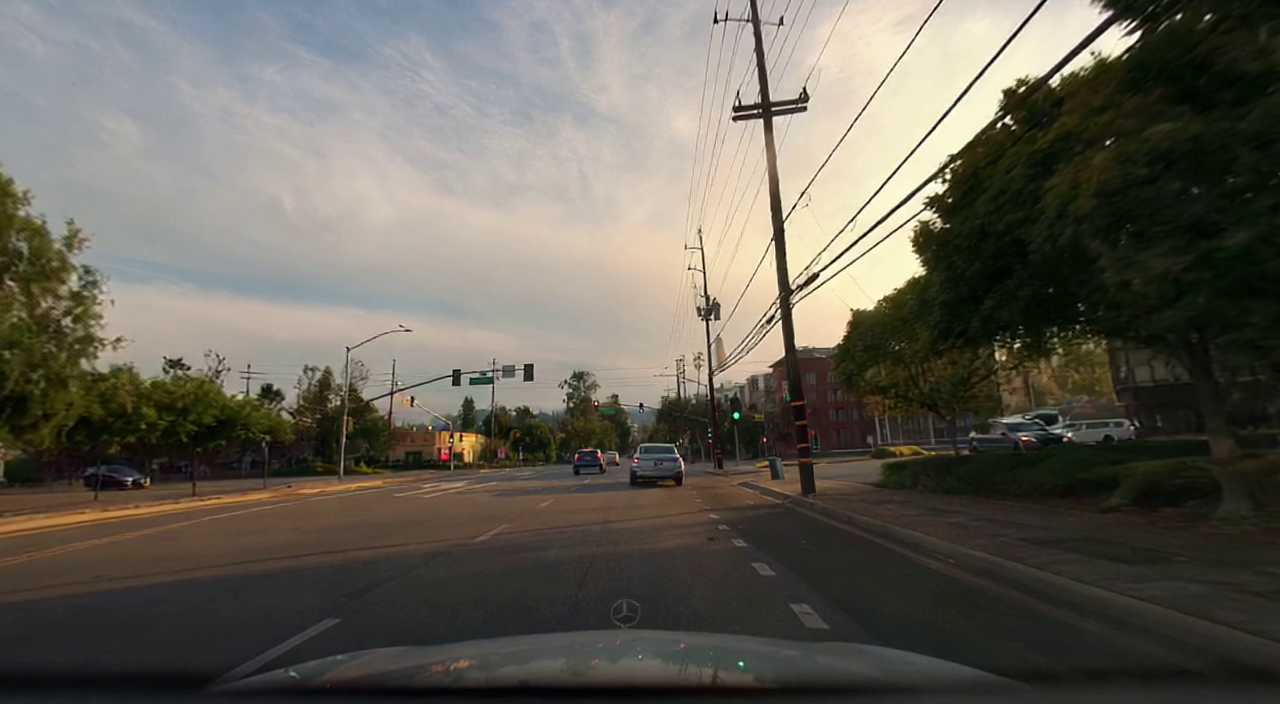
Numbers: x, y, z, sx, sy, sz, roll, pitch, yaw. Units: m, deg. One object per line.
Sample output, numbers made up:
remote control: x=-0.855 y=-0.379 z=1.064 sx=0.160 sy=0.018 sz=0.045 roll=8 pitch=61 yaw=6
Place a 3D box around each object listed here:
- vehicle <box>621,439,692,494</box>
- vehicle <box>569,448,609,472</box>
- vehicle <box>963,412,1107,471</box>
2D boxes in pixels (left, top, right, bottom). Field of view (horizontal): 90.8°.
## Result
vehicle: x=0.552 y=3.746 z=21.017 sx=2.156 sy=1.636 sz=3.923 roll=0 pitch=-9 yaw=2
vehicle: x=-3.295 y=7.082 z=41.778 sx=2.153 sy=1.474 sz=4.284 roll=0 pitch=-9 yaw=2
vehicle: x=14.495 y=3.378 z=23.685 sx=2.225 sy=1.922 sz=5.243 roll=-1 pitch=-9 yaw=3
